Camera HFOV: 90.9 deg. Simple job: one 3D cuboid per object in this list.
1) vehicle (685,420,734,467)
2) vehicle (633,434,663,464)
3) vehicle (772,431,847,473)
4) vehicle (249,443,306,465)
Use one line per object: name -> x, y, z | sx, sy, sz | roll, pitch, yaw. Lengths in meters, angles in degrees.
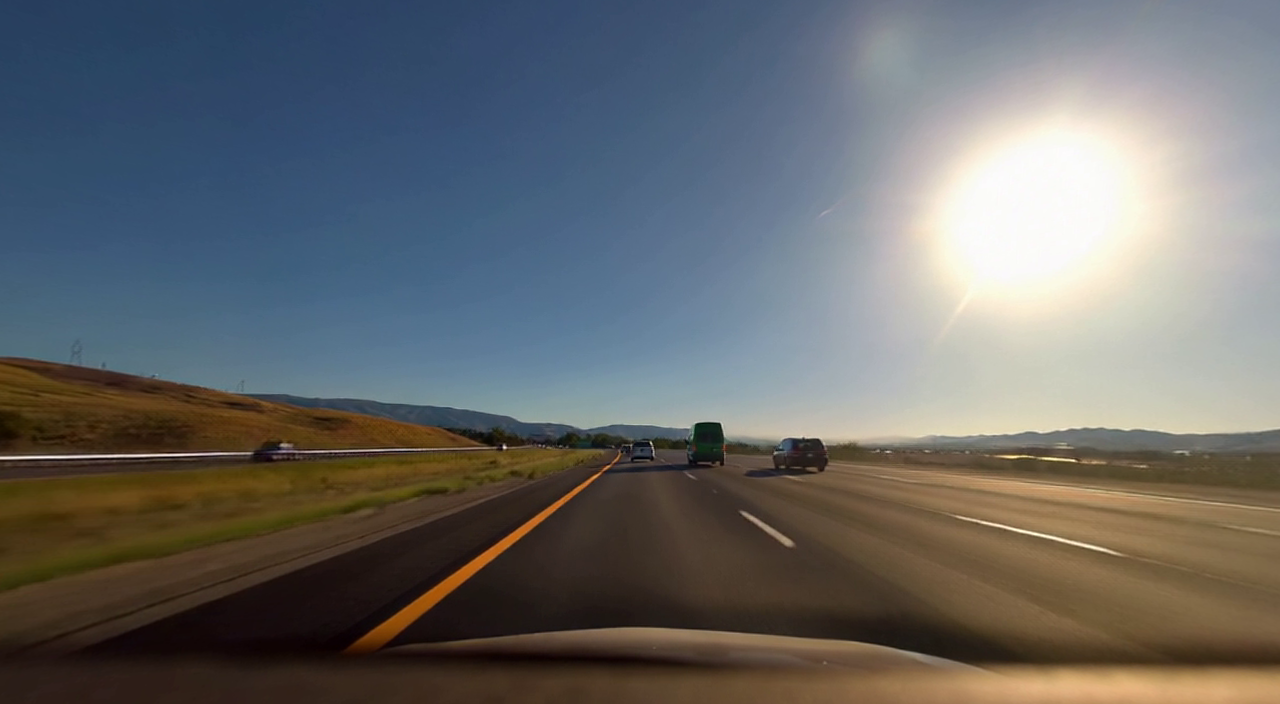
vehicle -> 4.156, 5.651, 38.900 | 2.302, 2.670, 6.176 | 0, -8, 0
vehicle -> 0.530, 7.275, 47.311 | 2.131, 2.122, 4.473 | 0, -8, -1
vehicle -> 8.188, 4.888, 31.031 | 2.240, 1.925, 4.854 | 0, -8, -1
vehicle -> -28.196, 7.924, 49.246 | 1.838, 1.598, 4.428 | 0, -8, 0
